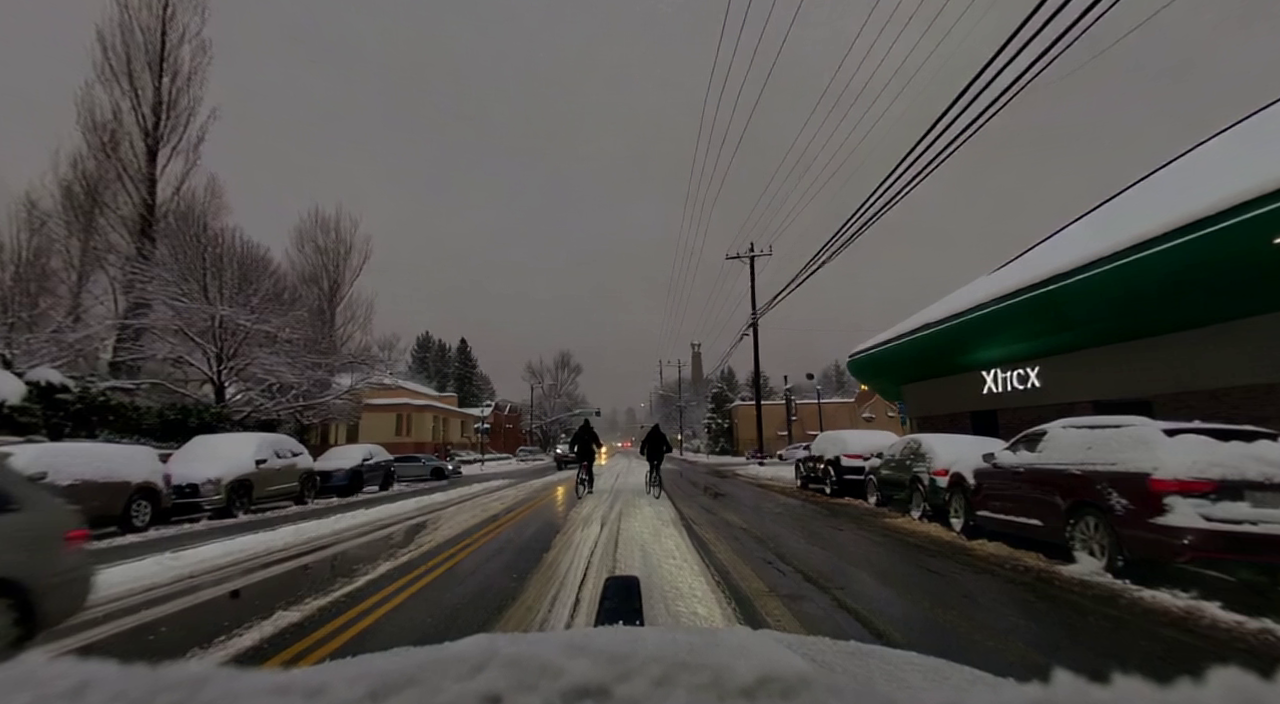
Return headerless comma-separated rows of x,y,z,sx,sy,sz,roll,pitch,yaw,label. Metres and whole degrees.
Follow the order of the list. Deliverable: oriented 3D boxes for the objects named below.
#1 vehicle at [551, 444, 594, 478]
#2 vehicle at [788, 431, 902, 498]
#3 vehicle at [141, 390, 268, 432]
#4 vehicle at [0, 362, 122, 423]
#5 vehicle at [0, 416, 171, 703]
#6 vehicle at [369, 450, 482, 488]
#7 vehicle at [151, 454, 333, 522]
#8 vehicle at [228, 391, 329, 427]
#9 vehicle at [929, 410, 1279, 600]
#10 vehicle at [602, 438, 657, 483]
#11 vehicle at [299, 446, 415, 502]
-4.186,6.838,39.964,2.184,1.954,4.898,0,-8,0,vehicle
5.761,3.192,18.290,1.873,1.714,3.979,0,-8,-1,vehicle
-17.339,2.385,25.272,3.750,1.495,1.727,-1,-8,-2,vehicle
-17.337,1.194,18.096,3.445,1.576,1.787,-1,-7,2,vehicle
-3.988,0.891,1.756,2.059,1.519,4.351,0,-8,-1,vehicle
-10.930,5.975,32.490,4.961,1.832,2.287,0,-9,1,vehicle
-10.327,3.524,16.929,1.904,1.495,4.585,0,-8,0,vehicle
-17.195,2.727,30.154,3.685,1.584,1.708,1,-9,-3,vehicle
5.544,1.650,7.735,1.972,1.623,4.469,0,-8,1,vehicle
-0.422,4.629,27.262,2.190,1.783,4.048,0,-8,0,vehicle
-10.301,4.435,23.504,2.075,1.816,4.900,0,-8,-1,vehicle
